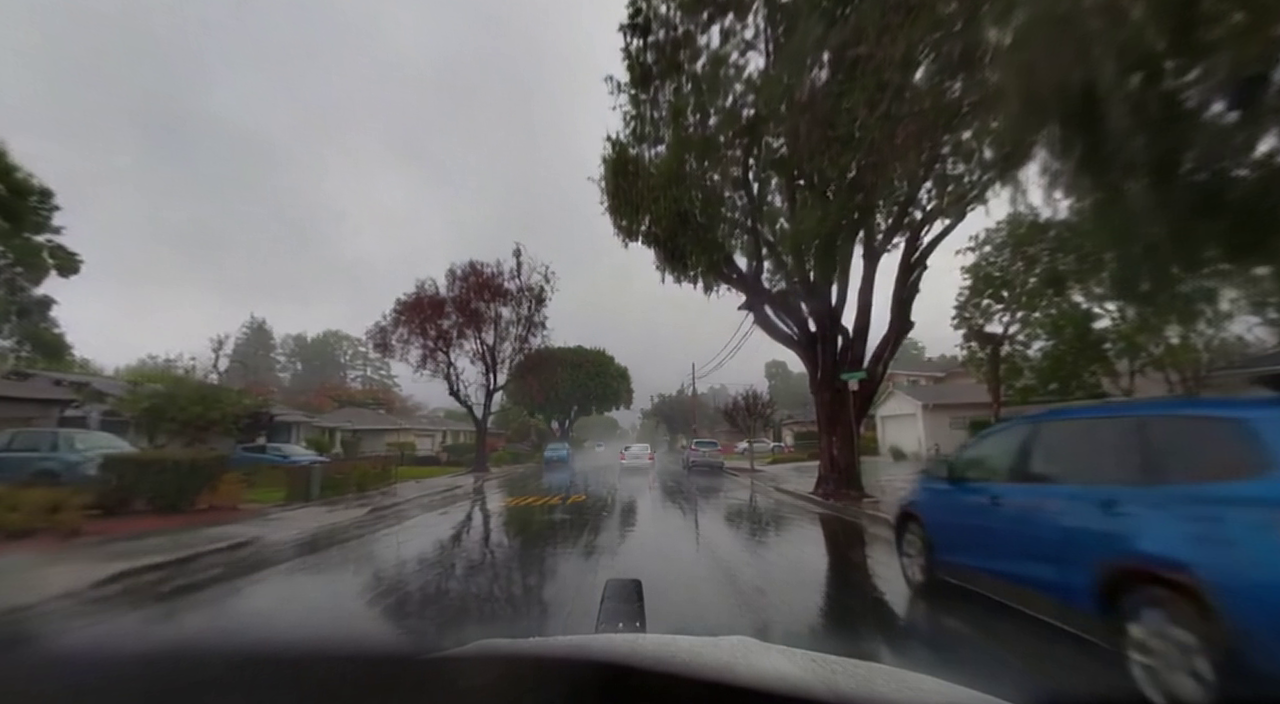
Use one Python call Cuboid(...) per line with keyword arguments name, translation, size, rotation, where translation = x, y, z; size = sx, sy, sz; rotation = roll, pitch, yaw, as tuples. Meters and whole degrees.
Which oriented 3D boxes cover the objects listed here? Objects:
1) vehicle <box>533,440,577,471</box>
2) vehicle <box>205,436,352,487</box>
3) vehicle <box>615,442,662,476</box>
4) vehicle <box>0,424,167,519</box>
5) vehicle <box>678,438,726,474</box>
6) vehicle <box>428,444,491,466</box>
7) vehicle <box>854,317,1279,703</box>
Cuboid(name="vehicle", translation=(-5.649, 6.936, 42.543), size=(2.126, 1.816, 4.796), rotation=(-3, -8, 1))
Cuboid(name="vehicle", translation=(-13.453, 4.076, 23.725), size=(4.253, 1.772, 1.980), rotation=(0, -8, -3))
Cuboid(name="vehicle", translation=(-0.071, 4.918, 29.294), size=(2.000, 1.449, 4.006), rotation=(0, -8, 0))
Cuboid(name="vehicle", translation=(-13.309, 2.505, 13.402), size=(4.836, 1.831, 1.982), rotation=(0, -8, -2))
Cuboid(name="vehicle", translation=(3.128, 5.367, 32.859), size=(1.978, 1.690, 4.306), rotation=(0, -8, -1))
Cuboid(name="vehicle", translation=(-13.390, 7.658, 47.027), size=(4.129, 1.523, 1.839), rotation=(0, -8, 0))
Cuboid(name="vehicle", translation=(3.464, 1.025, 4.041), size=(2.135, 1.809, 5.682), rotation=(0, -8, -1))
